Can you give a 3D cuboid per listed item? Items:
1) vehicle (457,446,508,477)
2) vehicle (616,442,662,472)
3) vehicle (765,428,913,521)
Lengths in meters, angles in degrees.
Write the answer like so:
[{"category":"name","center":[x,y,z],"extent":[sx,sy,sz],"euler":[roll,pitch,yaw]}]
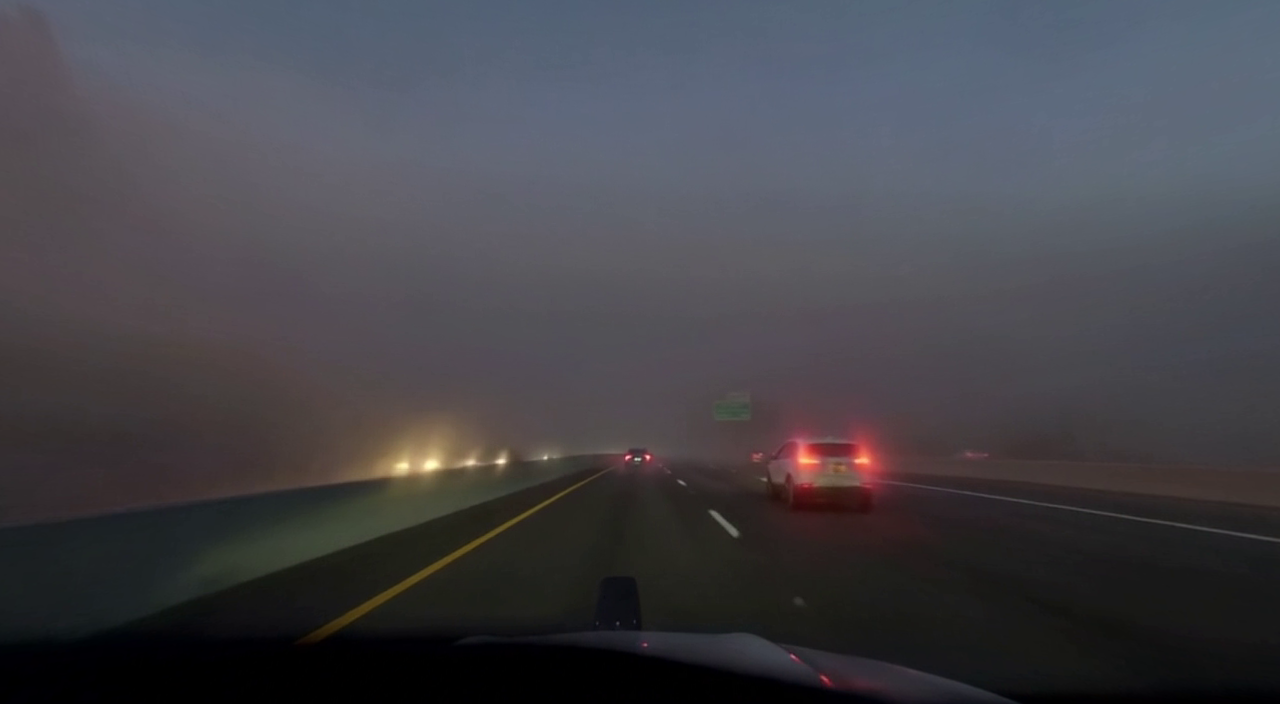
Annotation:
[{"category":"vehicle","center":[-8.575,5.971,34.532],"extent":[1.968,1.597,4.349],"euler":[0,-8,-4]},{"category":"vehicle","center":[0.006,6.101,36.645],"extent":[2.084,1.594,4.219],"euler":[-2,-8,7]},{"category":"vehicle","center":[3.887,2.449,13.012],"extent":[1.969,1.595,3.964],"euler":[-1,-8,4]}]
